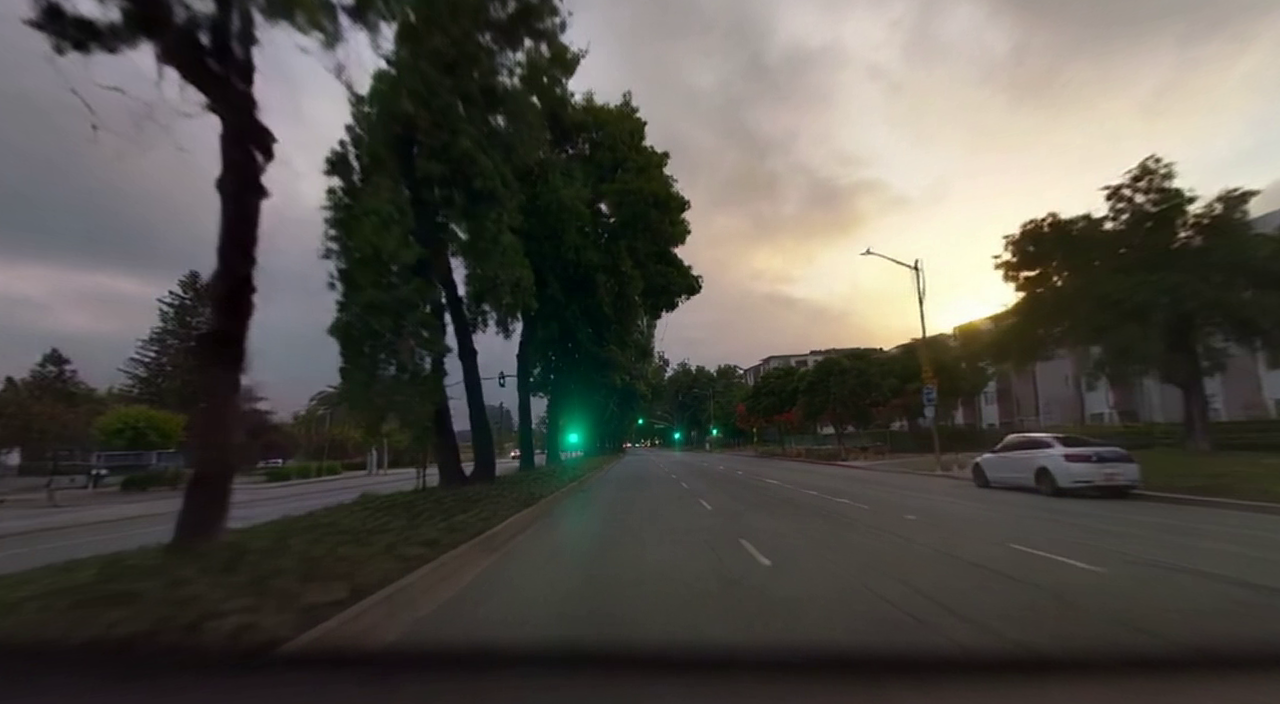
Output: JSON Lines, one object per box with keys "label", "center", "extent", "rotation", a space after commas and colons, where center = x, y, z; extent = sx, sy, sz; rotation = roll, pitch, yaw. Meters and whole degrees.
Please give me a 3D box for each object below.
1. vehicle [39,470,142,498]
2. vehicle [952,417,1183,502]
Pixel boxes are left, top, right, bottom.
{"label": "vehicle", "center": [-30.674, 7.373, 35.384], "extent": [3.930, 1.431, 1.645], "rotation": [2, -9, -12]}
{"label": "vehicle", "center": [10.016, 2.579, 15.469], "extent": [2.051, 1.726, 4.898], "rotation": [0, -9, -3]}
